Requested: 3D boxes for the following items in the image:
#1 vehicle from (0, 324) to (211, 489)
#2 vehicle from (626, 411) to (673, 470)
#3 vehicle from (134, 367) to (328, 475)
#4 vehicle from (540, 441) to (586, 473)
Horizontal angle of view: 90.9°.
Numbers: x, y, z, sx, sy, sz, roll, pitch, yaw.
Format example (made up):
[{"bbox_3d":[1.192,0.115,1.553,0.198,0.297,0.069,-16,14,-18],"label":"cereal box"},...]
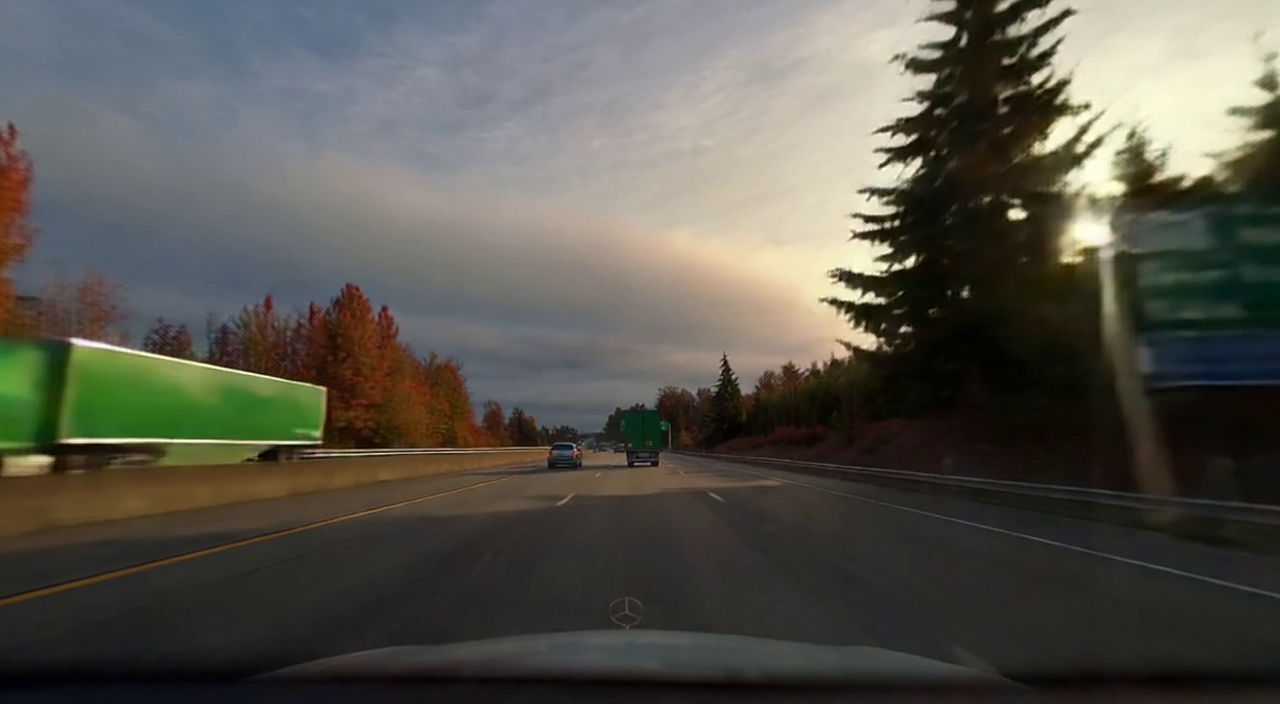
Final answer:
[{"bbox_3d":[-17.060,1.675,17.560,2.929,3.987,10.111,0,-9,0],"label":"vehicle"},{"bbox_3d":[0.482,6.194,43.674,2.893,3.628,9.081,0,-9,-2],"label":"vehicle"},{"bbox_3d":[-17.080,3.146,27.339,2.846,3.973,8.051,0,-9,0],"label":"vehicle"},{"bbox_3d":[-4.272,5.906,35.593,2.079,1.656,3.965,0,-9,0],"label":"vehicle"}]
